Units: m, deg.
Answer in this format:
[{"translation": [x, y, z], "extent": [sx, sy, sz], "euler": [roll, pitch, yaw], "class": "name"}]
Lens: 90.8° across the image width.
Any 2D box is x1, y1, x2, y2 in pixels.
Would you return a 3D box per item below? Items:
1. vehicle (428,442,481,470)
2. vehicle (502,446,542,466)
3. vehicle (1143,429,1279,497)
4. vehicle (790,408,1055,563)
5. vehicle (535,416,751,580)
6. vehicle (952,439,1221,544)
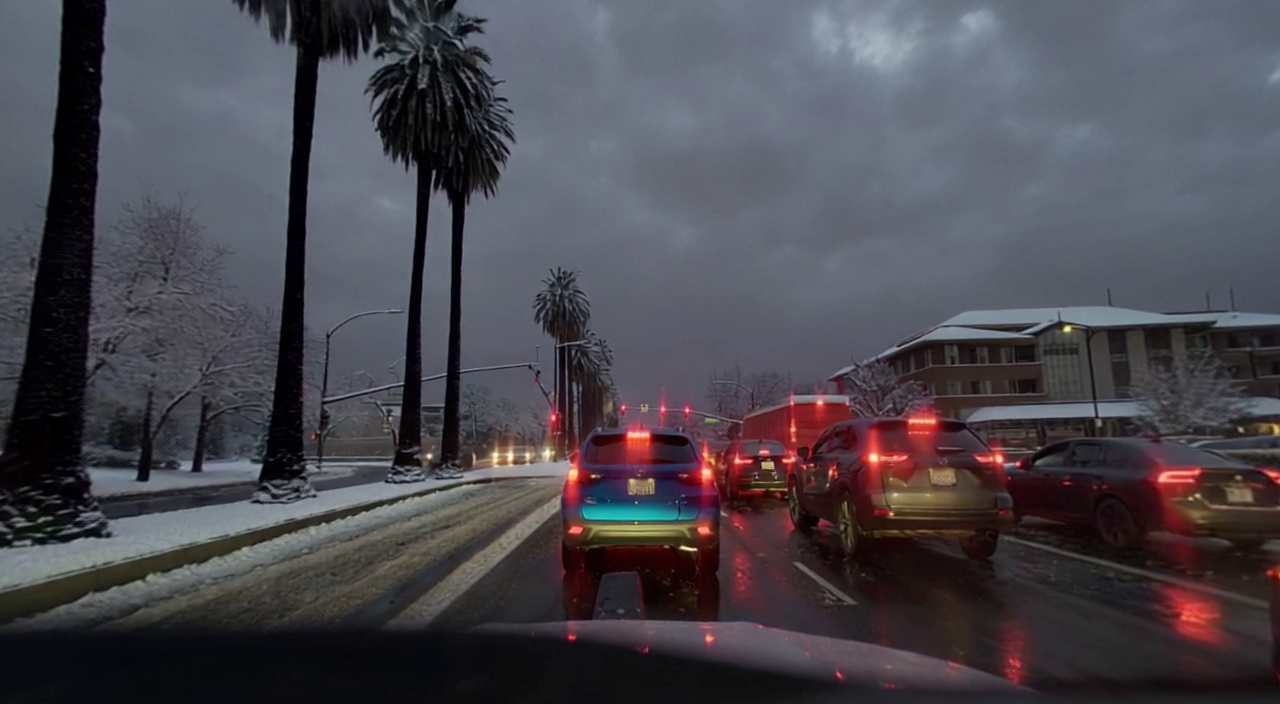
[{"translation": [-12.435, 7.016, 42.626], "extent": [2.180, 1.776, 4.521], "euler": [0, -9, 0], "class": "vehicle"}, {"translation": [-9.170, 8.121, 49.394], "extent": [2.168, 1.462, 4.505], "euler": [0, -9, 1], "class": "vehicle"}, {"translation": [18.048, 3.209, 18.470], "extent": [4.786, 1.848, 2.107], "euler": [0, -9, -1], "class": "vehicle"}, {"translation": [3.671, 1.820, 9.242], "extent": [1.947, 1.725, 4.159], "euler": [0, -9, 0], "class": "vehicle"}, {"translation": [0.026, 1.719, 8.190], "extent": [2.083, 1.572, 4.021], "euler": [0, -9, 0], "class": "vehicle"}, {"translation": [7.354, 2.292, 11.037], "extent": [1.832, 1.477, 3.981], "euler": [0, -9, 1], "class": "vehicle"}]
